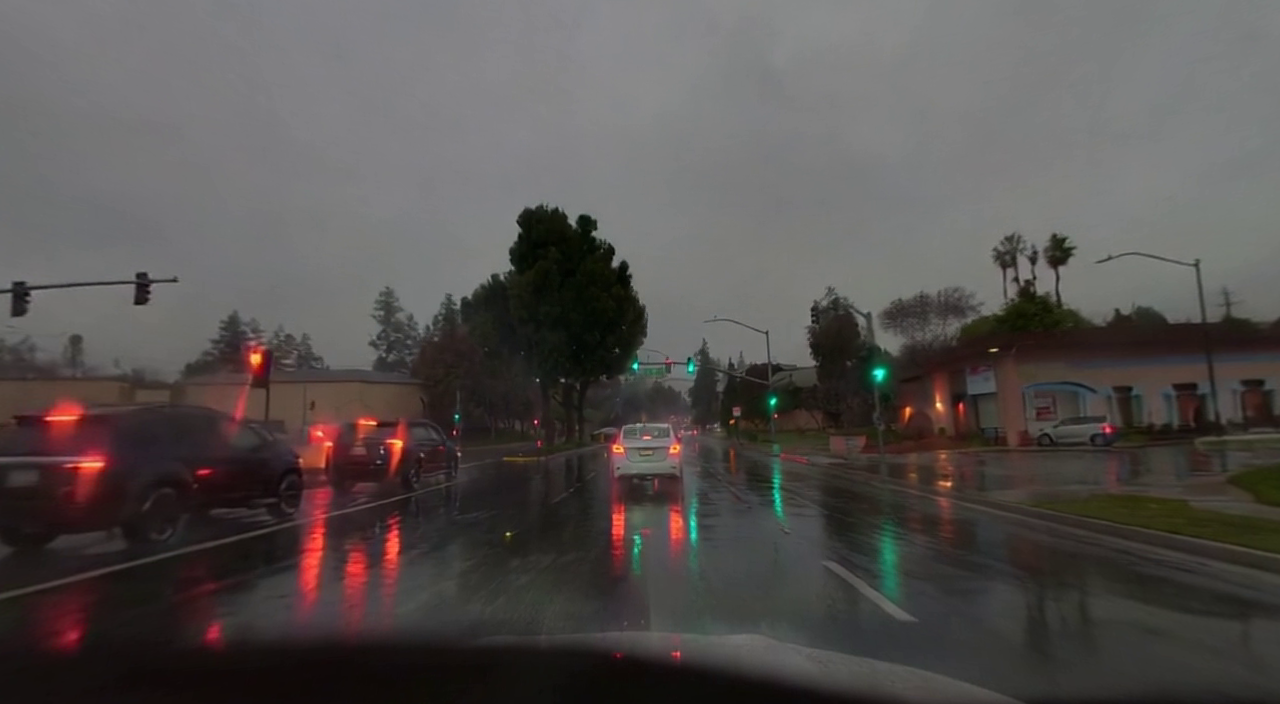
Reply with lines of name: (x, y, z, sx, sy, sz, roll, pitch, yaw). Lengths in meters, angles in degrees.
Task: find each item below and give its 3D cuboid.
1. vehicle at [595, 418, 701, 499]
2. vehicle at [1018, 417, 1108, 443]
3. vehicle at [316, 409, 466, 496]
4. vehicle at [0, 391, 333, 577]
vehicle: (0.221, 2.495, 15.049, 2.197, 1.682, 3.642, 0, -8, 2)
vehicle: (25.812, 4.789, 38.606, 1.514, 1.408, 4.232, -1, -6, -28)
vehicle: (-6.624, 2.759, 17.608, 2.316, 2.014, 5.215, 0, -8, -3)
vehicle: (-6.744, 1.691, 8.907, 2.111, 1.864, 4.932, 0, -8, 3)
